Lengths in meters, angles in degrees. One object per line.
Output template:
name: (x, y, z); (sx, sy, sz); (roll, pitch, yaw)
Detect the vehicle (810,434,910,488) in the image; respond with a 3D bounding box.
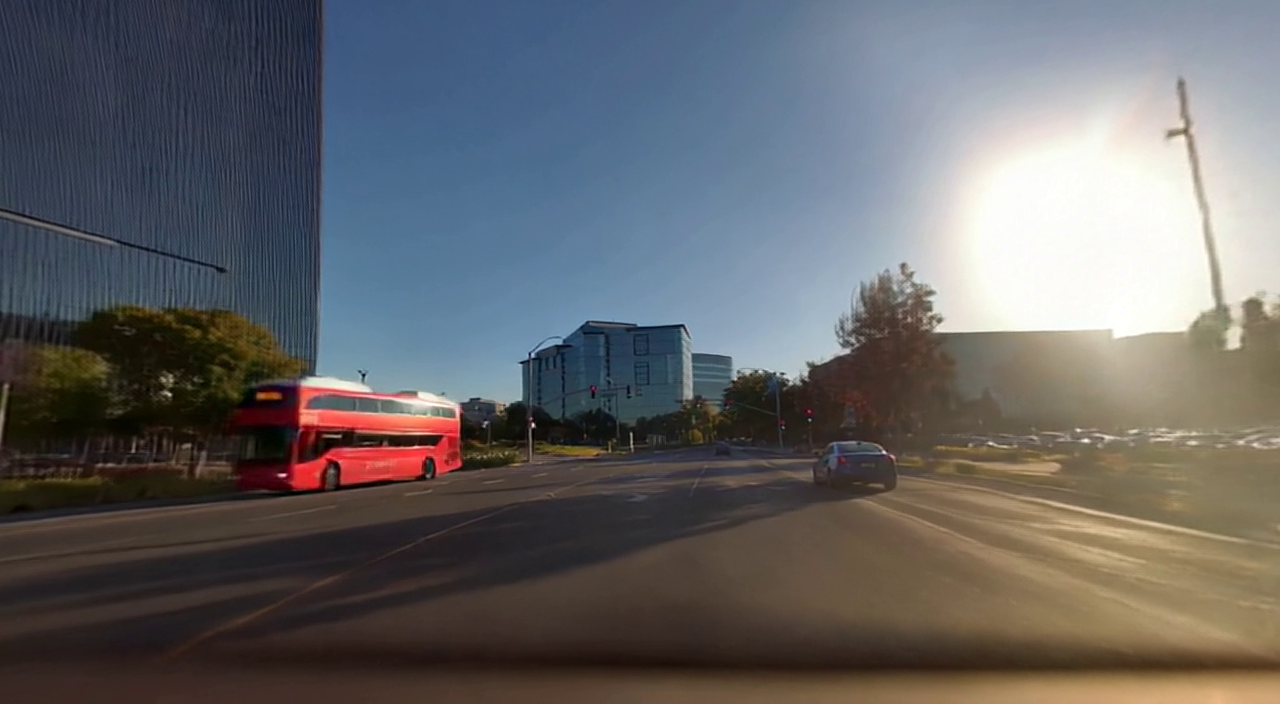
vehicle: (6.819, 3.418, 20.005); (1.993, 1.501, 4.127); (-1, -9, 5)

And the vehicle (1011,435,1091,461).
vehicle: (26.919, 6.306, 41.313); (3.824, 1.453, 1.894); (-3, -7, 4)

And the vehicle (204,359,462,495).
vehicle: (-11.988, 3.473, 27.491); (3.110, 4.418, 13.688); (-1, -9, 6)

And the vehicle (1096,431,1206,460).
vehicle: (26.946, 4.959, 33.327); (3.983, 1.479, 1.857); (-2, -9, 11)

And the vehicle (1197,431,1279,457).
vehicle: (40.824, 6.173, 42.232); (4.638, 1.678, 2.196); (-1, -9, 5)
